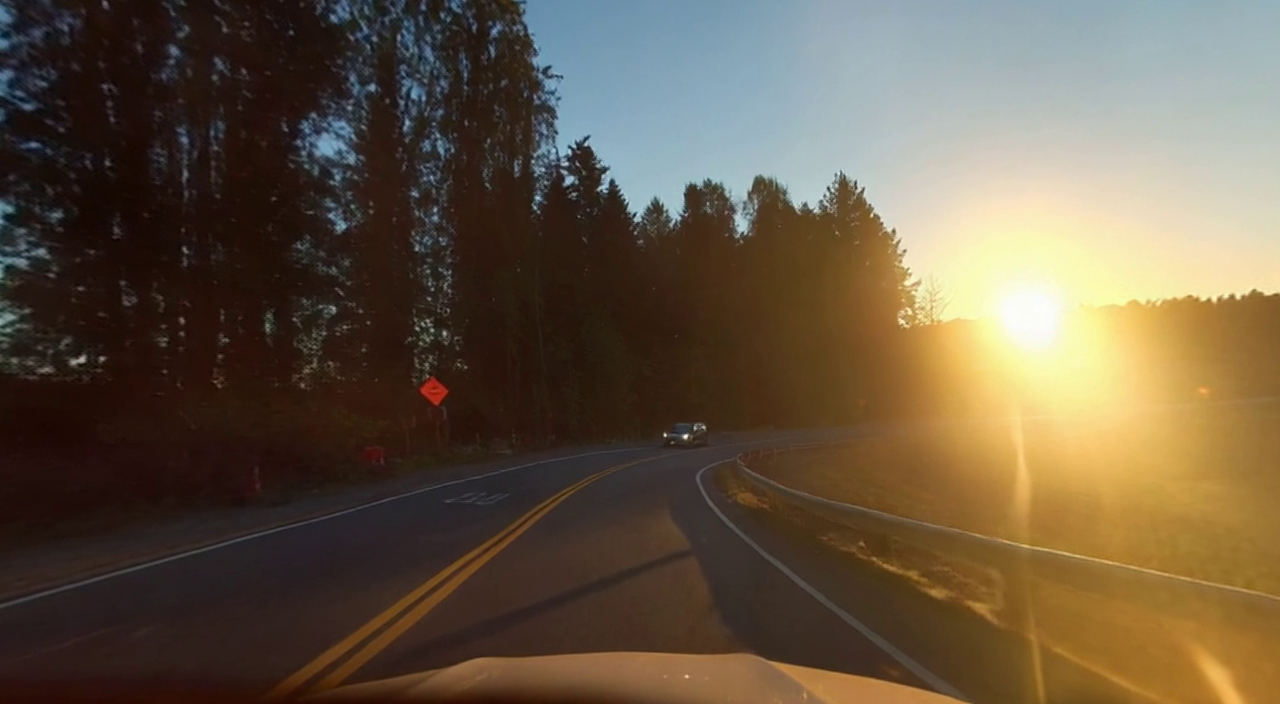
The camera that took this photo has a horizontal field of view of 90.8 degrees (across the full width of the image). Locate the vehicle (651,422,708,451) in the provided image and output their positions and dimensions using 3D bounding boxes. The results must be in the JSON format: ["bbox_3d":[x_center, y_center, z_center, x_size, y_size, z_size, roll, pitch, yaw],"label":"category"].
[{"bbox_3d":[2.856,6.032,44.721,2.095,1.939,4.857,-5,-10,30],"label":"vehicle"}]
